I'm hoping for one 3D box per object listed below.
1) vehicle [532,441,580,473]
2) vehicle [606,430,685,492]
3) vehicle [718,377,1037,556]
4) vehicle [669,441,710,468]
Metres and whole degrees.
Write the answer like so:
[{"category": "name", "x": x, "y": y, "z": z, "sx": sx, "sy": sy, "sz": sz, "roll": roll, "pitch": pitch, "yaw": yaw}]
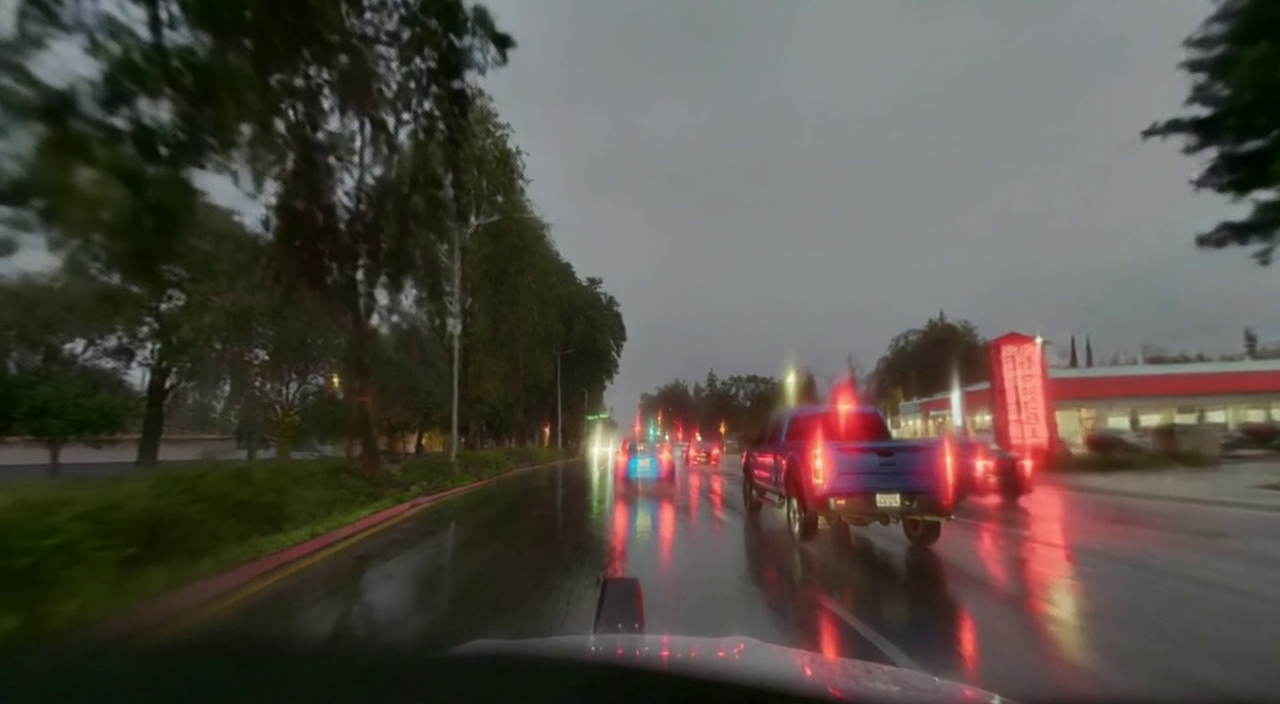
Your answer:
[{"category": "vehicle", "x": -4.059, "y": 5.130, "z": 31.029, "sx": 1.960, "sy": 1.475, "sz": 4.161, "roll": 0, "pitch": -9, "yaw": -3}, {"category": "vehicle", "x": 0.099, "y": 3.248, "z": 19.080, "sx": 2.145, "sy": 1.650, "sz": 4.021, "roll": 0, "pitch": -8, "yaw": -1}, {"category": "vehicle", "x": 3.192, "y": 1.796, "z": 10.515, "sx": 2.731, "sy": 2.101, "sz": 6.047, "roll": 0, "pitch": -9, "yaw": -3}, {"category": "vehicle", "x": 2.836, "y": 5.998, "z": 37.073, "sx": 1.970, "sy": 1.464, "sz": 4.249, "roll": 0, "pitch": -9, "yaw": -1}]
